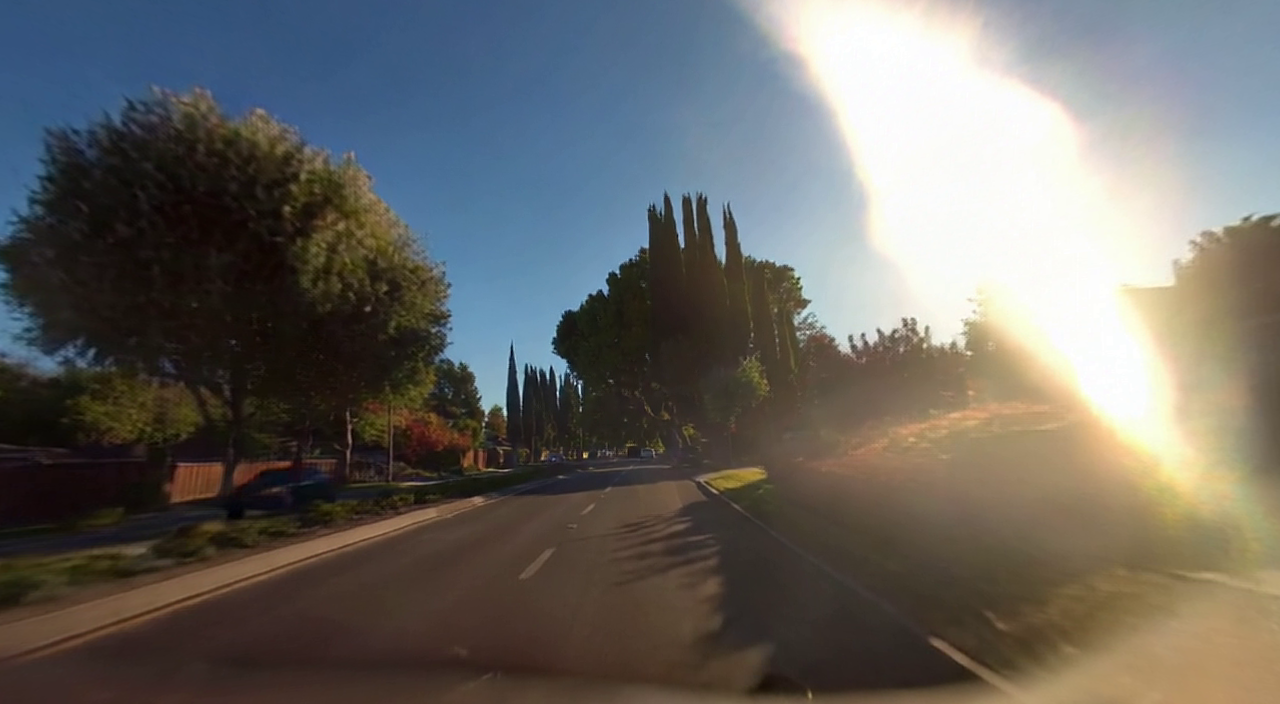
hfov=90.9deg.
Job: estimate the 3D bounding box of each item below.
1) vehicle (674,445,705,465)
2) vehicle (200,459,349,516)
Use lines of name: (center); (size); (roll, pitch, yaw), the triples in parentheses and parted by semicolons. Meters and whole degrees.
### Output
vehicle: (3.817, 7.959, 48.908); (2.011, 1.507, 4.769); (0, -9, 0)
vehicle: (-11.628, 4.306, 20.518); (1.947, 1.513, 4.710); (0, -9, 1)
